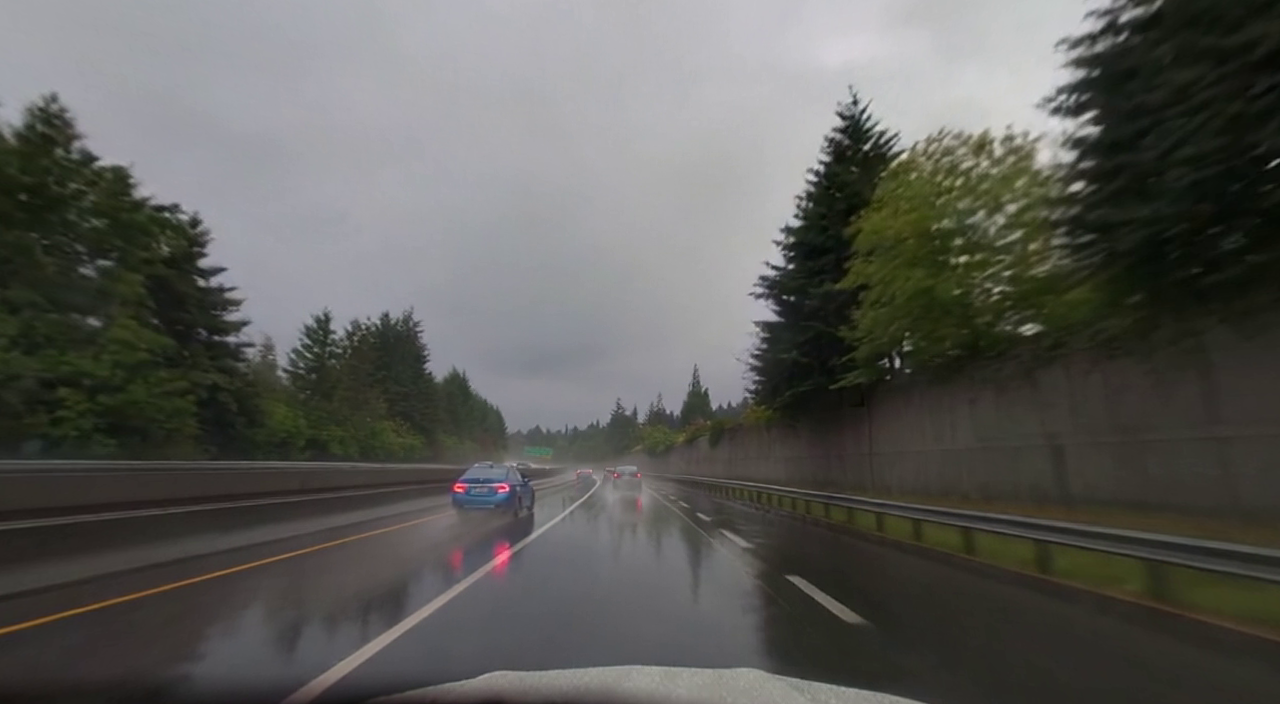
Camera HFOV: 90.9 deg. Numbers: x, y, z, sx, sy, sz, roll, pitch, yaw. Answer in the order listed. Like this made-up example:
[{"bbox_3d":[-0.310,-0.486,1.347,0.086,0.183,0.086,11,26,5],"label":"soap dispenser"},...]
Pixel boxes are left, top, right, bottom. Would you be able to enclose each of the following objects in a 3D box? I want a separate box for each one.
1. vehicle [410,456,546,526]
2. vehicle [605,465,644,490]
[{"bbox_3d":[-3.985,3.572,16.542,2.310,1.521,4.731,1,-11,0],"label":"vehicle"},{"bbox_3d":[-0.945,8.114,40.846,2.363,1.526,4.687,1,-11,0],"label":"vehicle"}]
